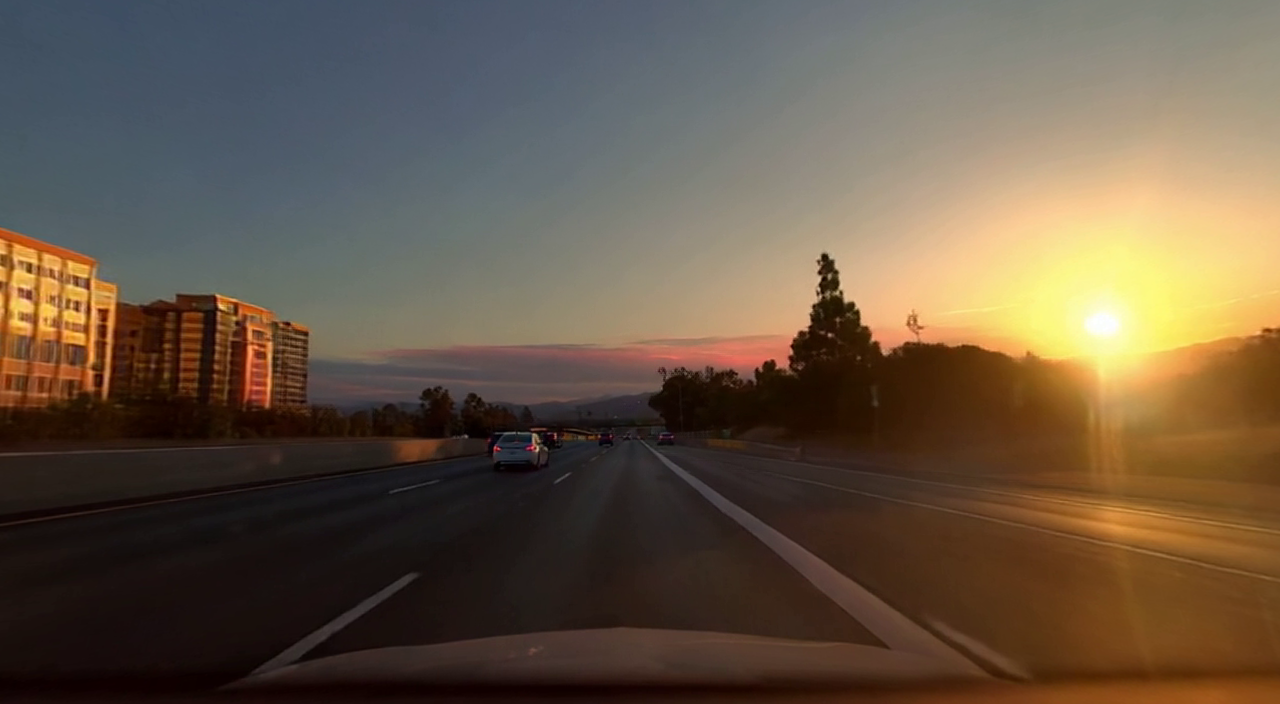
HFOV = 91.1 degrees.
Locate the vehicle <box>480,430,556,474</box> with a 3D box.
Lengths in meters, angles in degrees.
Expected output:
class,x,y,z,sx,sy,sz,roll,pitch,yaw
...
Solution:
class,x,y,z,sx,sy,sz,roll,pitch,yaw
vehicle,-4.506,3.750,23.894,1.996,1.490,4.571,0,-8,0
